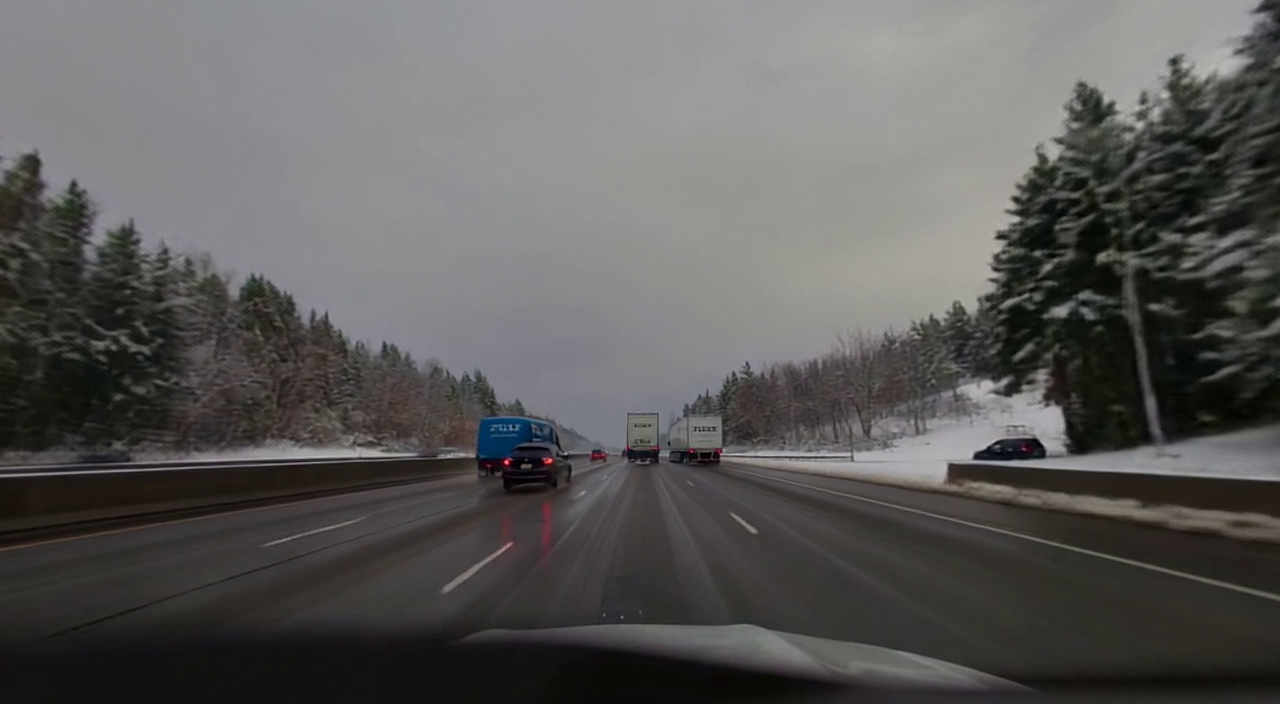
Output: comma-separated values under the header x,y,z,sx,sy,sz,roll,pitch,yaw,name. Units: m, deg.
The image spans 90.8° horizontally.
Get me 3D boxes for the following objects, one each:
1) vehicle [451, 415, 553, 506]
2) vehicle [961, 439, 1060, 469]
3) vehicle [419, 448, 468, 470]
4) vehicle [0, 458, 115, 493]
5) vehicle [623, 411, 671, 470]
x,y,z,sx,sy,sz,roll,pitch,yaw,name
-3.637,2.946,17.357,2.033,2.234,3.490,0,-9,-1,vehicle
22.012,6.083,37.605,2.108,1.659,4.515,7,-12,-40,vehicle
-13.271,7.228,42.766,1.835,1.418,4.358,0,-9,1,vehicle
-28.074,5.887,30.326,1.774,1.479,4.454,0,-9,0,vehicle
0.402,6.865,48.539,3.201,4.019,10.918,0,-9,-1,vehicle
